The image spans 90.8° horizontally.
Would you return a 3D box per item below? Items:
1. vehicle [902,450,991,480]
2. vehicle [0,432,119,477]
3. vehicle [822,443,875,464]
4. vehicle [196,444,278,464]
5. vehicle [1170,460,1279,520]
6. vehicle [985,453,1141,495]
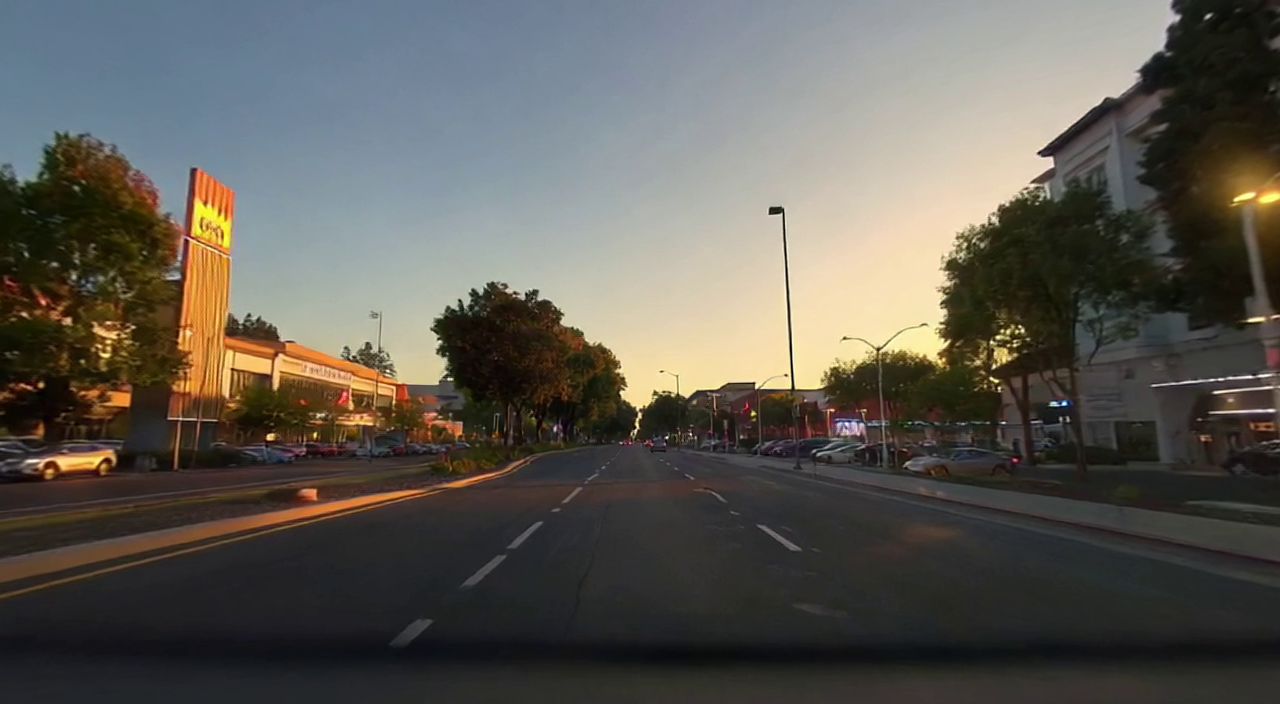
[{"bbox_3d":[16.911,6.214,34.967,3.889,1.590,1.950,0,-8,0],"label":"vehicle"},{"bbox_3d":[-29.115,4.903,30.408,2.423,1.933,6.673,0,-9,0],"label":"vehicle"},{"bbox_3d":[15.796,7.697,48.073,1.936,1.464,4.867,1,-8,-6],"label":"vehicle"},{"bbox_3d":[-30.368,7.683,47.676,4.880,1.464,1.953,0,-8,1],"label":"vehicle"},{"bbox_3d":[17.651,3.725,17.301,4.399,1.480,2.045,0,-8,-1],"label":"vehicle"},{"bbox_3d":[17.207,4.975,25.930,4.711,1.494,2.224,-2,-9,3],"label":"vehicle"}]
